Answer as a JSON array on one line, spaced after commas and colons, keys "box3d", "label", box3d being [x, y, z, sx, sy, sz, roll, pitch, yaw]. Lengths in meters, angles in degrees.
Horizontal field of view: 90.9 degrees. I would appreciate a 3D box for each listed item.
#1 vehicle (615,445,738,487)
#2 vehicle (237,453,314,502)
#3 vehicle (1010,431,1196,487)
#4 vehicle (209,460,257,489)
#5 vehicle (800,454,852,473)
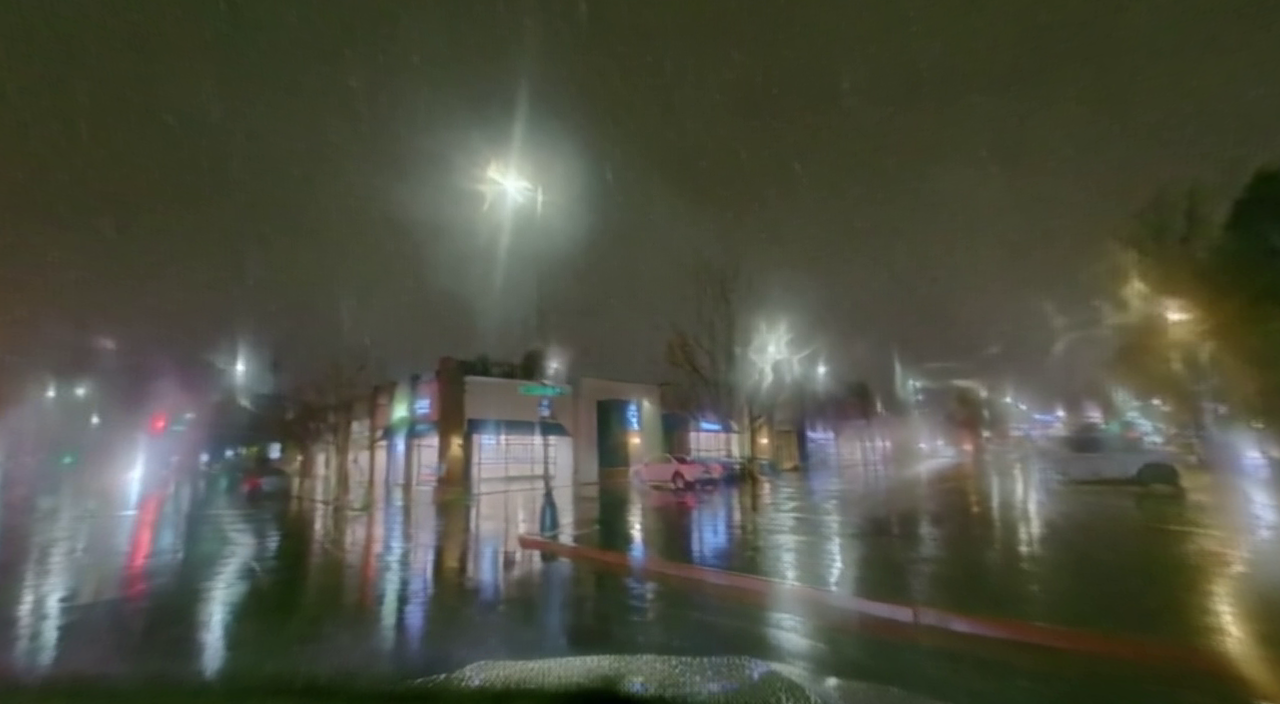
[{"box3d": [1.510, 4.782, 26.731, 4.814, 1.618, 1.869, -4, -10, 27], "label": "vehicle"}, {"box3d": [-16.539, 5.580, 28.474, 2.150, 2.013, 4.748, 7, -12, -38], "label": "vehicle"}, {"box3d": [15.492, 3.568, 21.293, 4.706, 1.663, 1.993, -8, -12, 43], "label": "vehicle"}, {"box3d": [-27.441, 8.199, 42.429, 2.053, 1.691, 4.194, 7, -11, -40], "label": "vehicle"}, {"box3d": [14.530, 8.749, 49.379, 1.557, 1.372, 3.538, 7, -13, -43], "label": "vehicle"}]
